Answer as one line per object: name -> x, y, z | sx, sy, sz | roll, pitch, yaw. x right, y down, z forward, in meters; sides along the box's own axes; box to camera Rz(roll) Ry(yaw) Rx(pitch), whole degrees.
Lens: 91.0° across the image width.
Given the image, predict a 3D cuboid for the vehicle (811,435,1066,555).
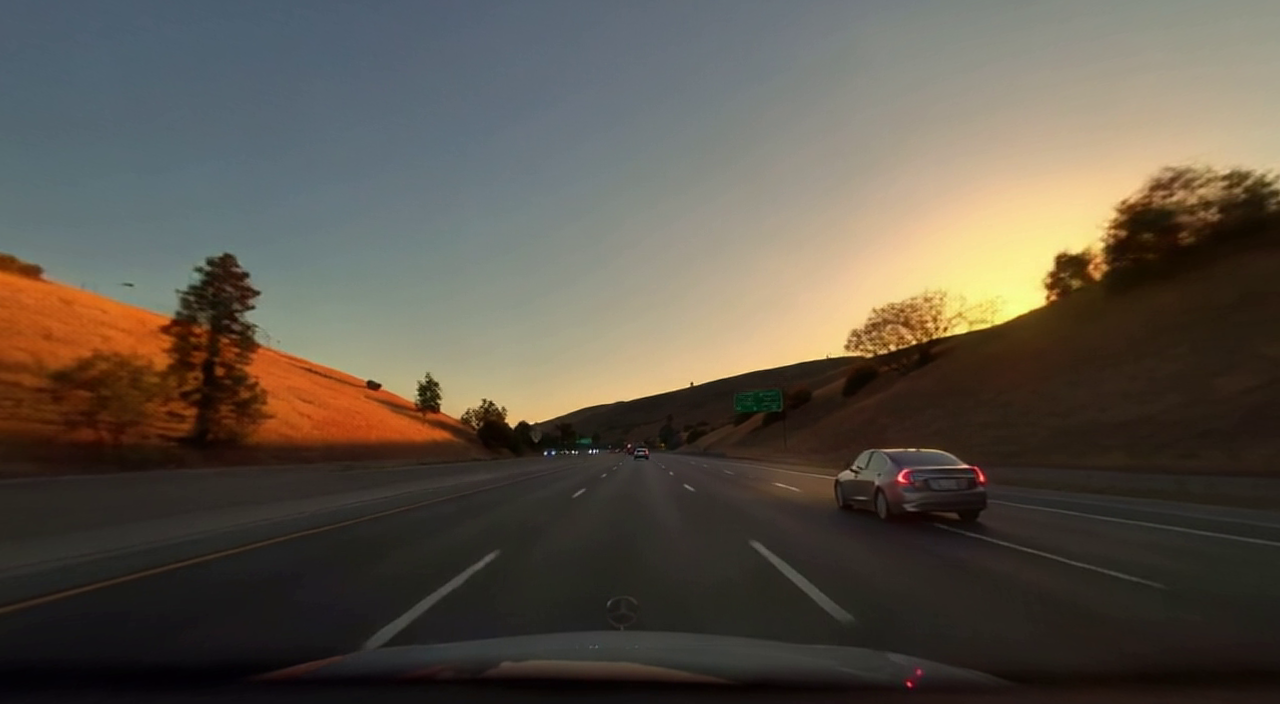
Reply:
vehicle -> 4.359, 2.139, 10.124 | 1.976, 1.495, 4.217 | 0, -9, -1
